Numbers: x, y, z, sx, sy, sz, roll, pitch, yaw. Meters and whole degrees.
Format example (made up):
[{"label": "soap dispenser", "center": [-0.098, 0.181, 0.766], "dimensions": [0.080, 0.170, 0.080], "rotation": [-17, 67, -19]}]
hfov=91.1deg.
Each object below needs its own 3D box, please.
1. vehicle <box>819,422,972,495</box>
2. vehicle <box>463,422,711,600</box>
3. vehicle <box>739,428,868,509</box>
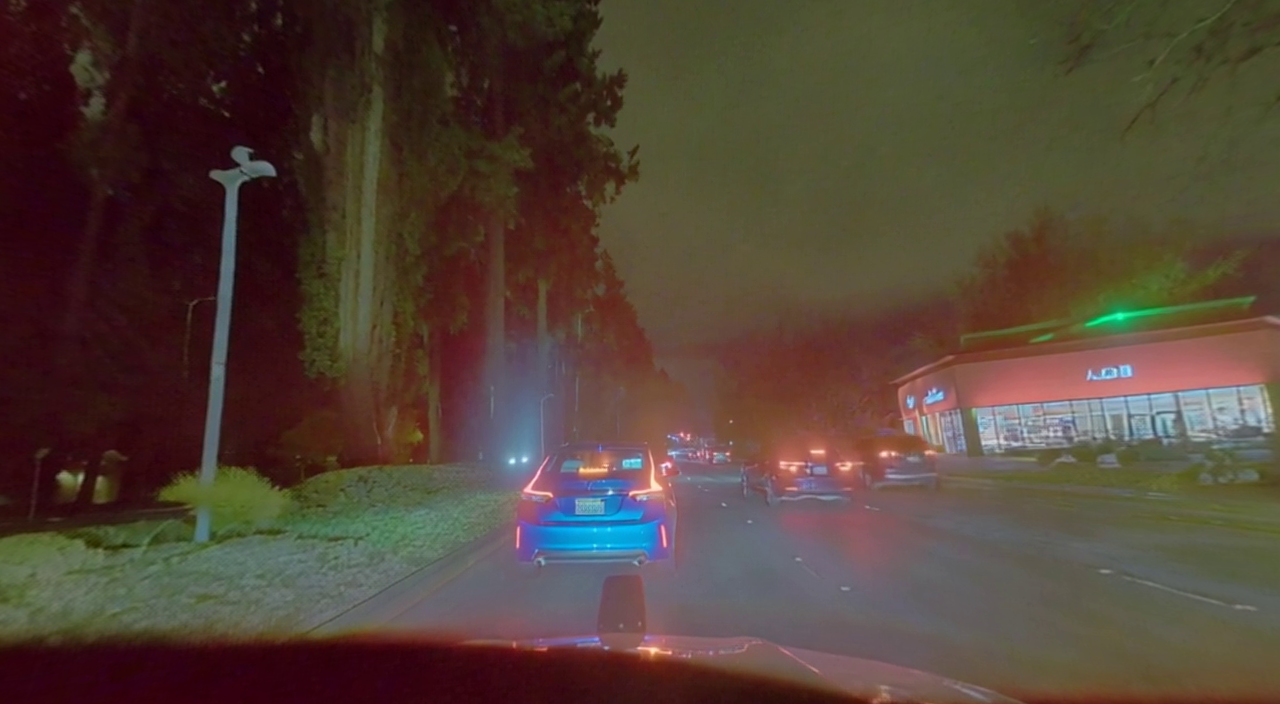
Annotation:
[{"label": "vehicle", "center": [7.339, 3.138, 18.864], "dimensions": [2.253, 1.854, 5.409], "rotation": [0, -9, 0]}, {"label": "vehicle", "center": [-0.482, 1.666, 7.449], "dimensions": [2.111, 1.506, 4.018], "rotation": [0, -9, -1]}, {"label": "vehicle", "center": [3.699, 2.717, 15.054], "dimensions": [1.946, 1.648, 4.230], "rotation": [0, -9, 0]}]
